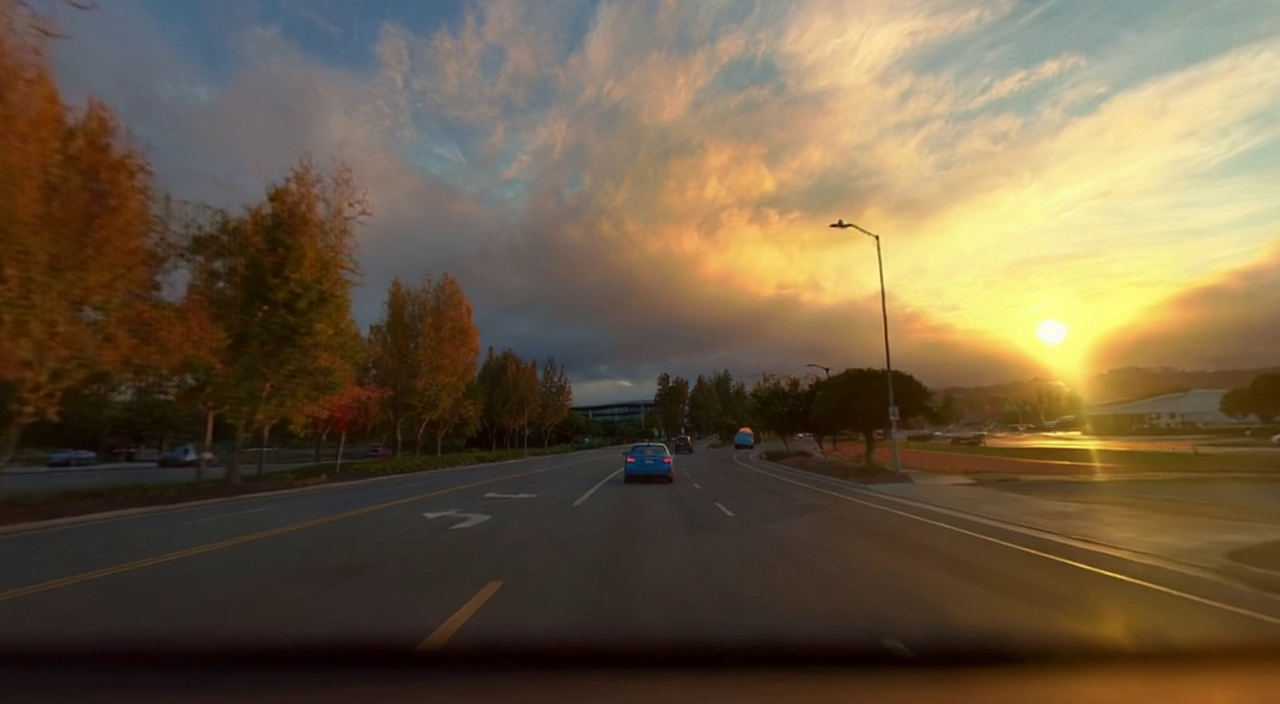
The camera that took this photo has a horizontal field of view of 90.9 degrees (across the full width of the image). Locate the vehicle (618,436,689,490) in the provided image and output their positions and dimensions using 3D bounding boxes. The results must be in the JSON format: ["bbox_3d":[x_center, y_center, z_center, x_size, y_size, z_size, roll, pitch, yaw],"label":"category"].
[{"bbox_3d":[0.417,3.457,19.951,2.010,1.535,3.735,0,-8,1],"label":"vehicle"}]
